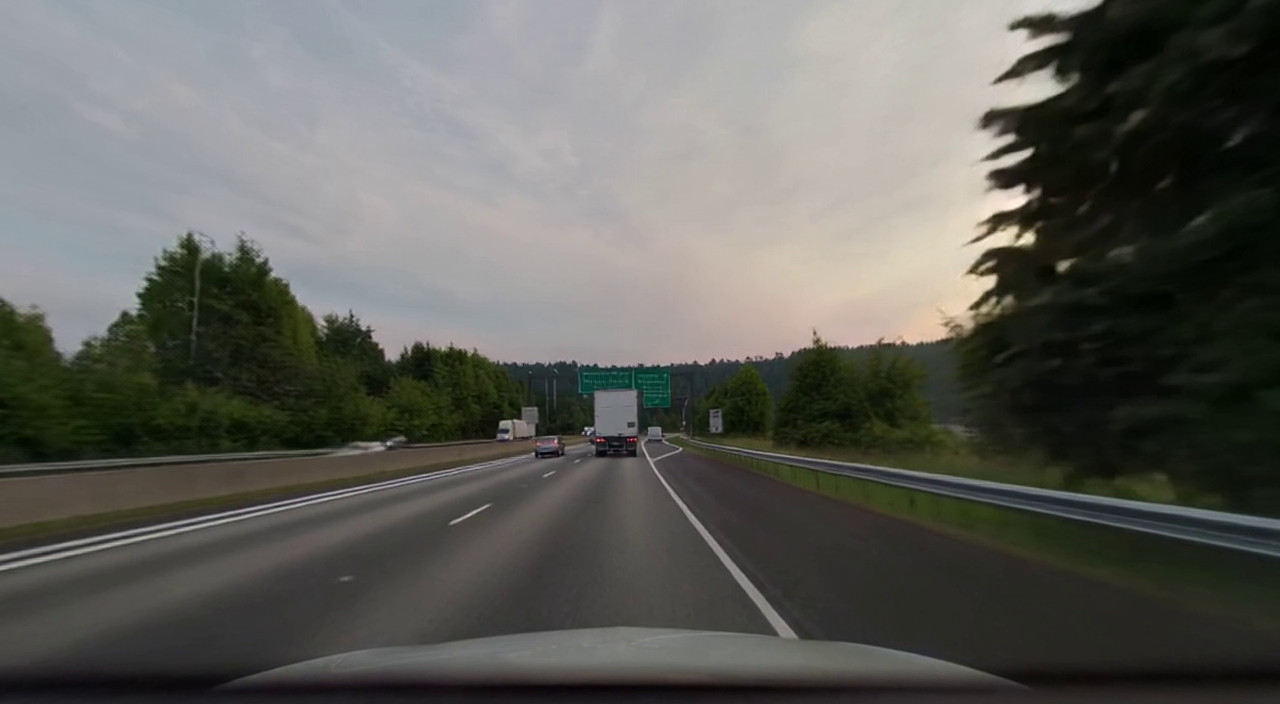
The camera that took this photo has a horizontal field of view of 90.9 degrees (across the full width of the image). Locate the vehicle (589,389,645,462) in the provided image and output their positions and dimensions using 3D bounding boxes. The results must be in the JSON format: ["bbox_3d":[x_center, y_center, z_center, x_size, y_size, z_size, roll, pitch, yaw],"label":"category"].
[{"bbox_3d":[-1.306,4.334,36.668,2.855,3.741,8.587,0,-8,-2],"label":"vehicle"}]

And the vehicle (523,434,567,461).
[{"bbox_3d":[-5.415,5.495,36.421,1.931,1.479,4.083,0,-8,-1],"label":"vehicle"}]

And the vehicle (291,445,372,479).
[{"bbox_3d":[-14.478,5.149,29.860,1.827,1.433,4.096,0,-8,-1],"label":"vehicle"}]
